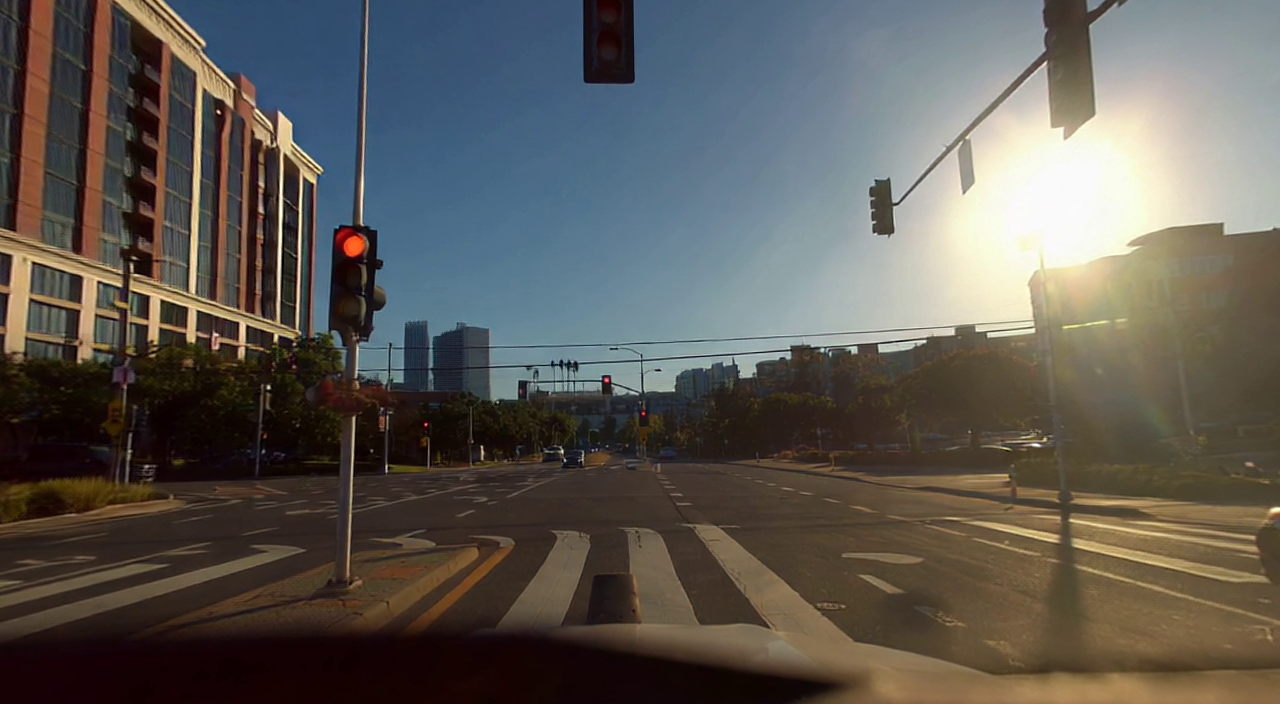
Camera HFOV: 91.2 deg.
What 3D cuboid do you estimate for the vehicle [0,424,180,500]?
[{"bbox_3d":[-24.960,4.825,27.587,7.088,3.096,2.678,0,-9,-1],"label":"vehicle"}]
